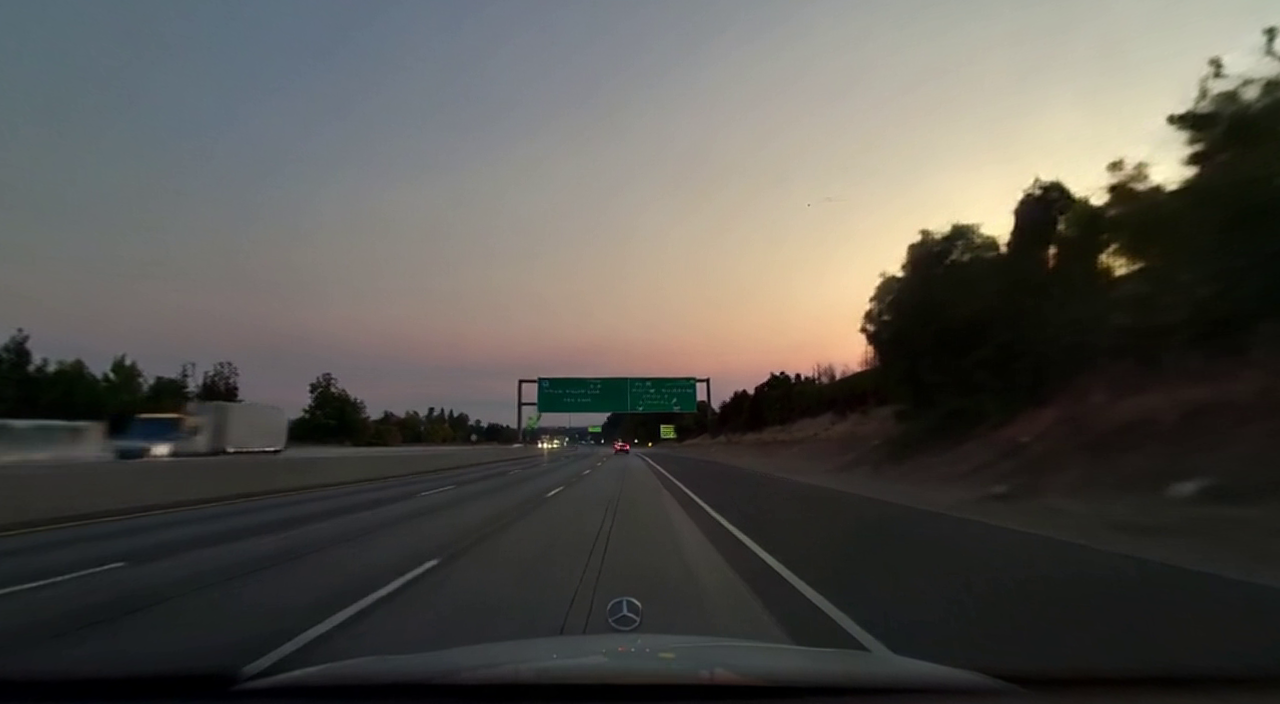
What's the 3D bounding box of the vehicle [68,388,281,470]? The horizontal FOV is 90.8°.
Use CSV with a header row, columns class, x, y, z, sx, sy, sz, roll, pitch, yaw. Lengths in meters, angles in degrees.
class,x,y,z,sx,sy,sz,roll,pitch,yaw
vehicle,-25.555,4.598,36.119,2.771,3.832,12.471,0,-9,-1
